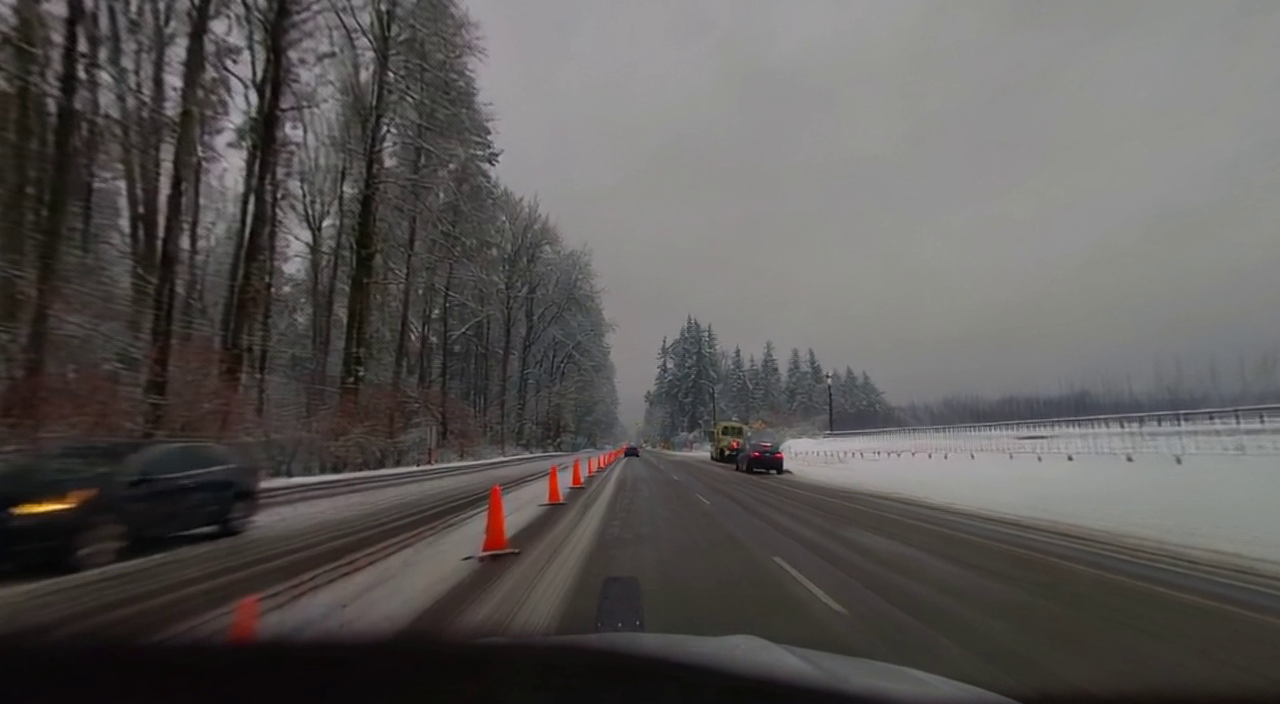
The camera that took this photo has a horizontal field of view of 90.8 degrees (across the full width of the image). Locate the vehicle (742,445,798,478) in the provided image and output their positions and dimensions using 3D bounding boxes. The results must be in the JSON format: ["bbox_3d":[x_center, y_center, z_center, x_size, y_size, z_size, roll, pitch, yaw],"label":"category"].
[{"bbox_3d":[6.233,5.296,30.843,1.904,1.470,4.583,-1,-8,2],"label":"vehicle"}]

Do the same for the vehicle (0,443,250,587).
[{"bbox_3d":[-7.526,1.956,8.381,1.907,1.455,4.404,0,-8,0],"label":"vehicle"}]
